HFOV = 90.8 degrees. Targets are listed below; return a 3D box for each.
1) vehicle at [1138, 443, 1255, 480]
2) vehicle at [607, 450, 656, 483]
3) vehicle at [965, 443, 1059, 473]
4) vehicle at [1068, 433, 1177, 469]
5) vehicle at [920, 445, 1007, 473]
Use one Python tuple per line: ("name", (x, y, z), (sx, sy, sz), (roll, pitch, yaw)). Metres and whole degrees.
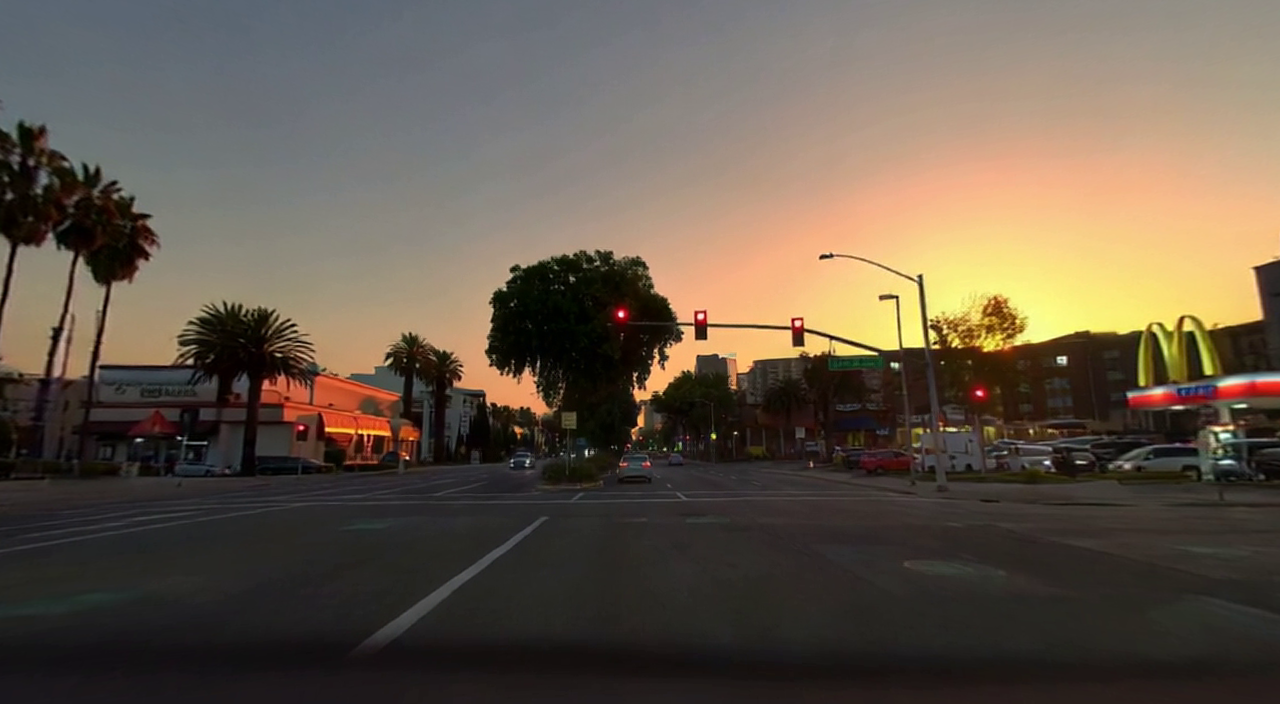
("vehicle", (24.096, 4.734, 27.537), (1.738, 1.462, 3.609), (0, -9, 0))
("vehicle", (-0.458, 5.700, 31.671), (2.270, 1.475, 4.571), (0, -9, -2))
("vehicle", (19.403, 5.521, 33.145), (3.833, 1.495, 1.892), (-3, -9, 16))
("vehicle", (24.361, 5.030, 32.007), (3.783, 1.560, 1.853), (-4, -10, 9))
("vehicle", (18.327, 6.062, 35.942), (3.962, 1.529, 1.867), (-1, -9, 9))
